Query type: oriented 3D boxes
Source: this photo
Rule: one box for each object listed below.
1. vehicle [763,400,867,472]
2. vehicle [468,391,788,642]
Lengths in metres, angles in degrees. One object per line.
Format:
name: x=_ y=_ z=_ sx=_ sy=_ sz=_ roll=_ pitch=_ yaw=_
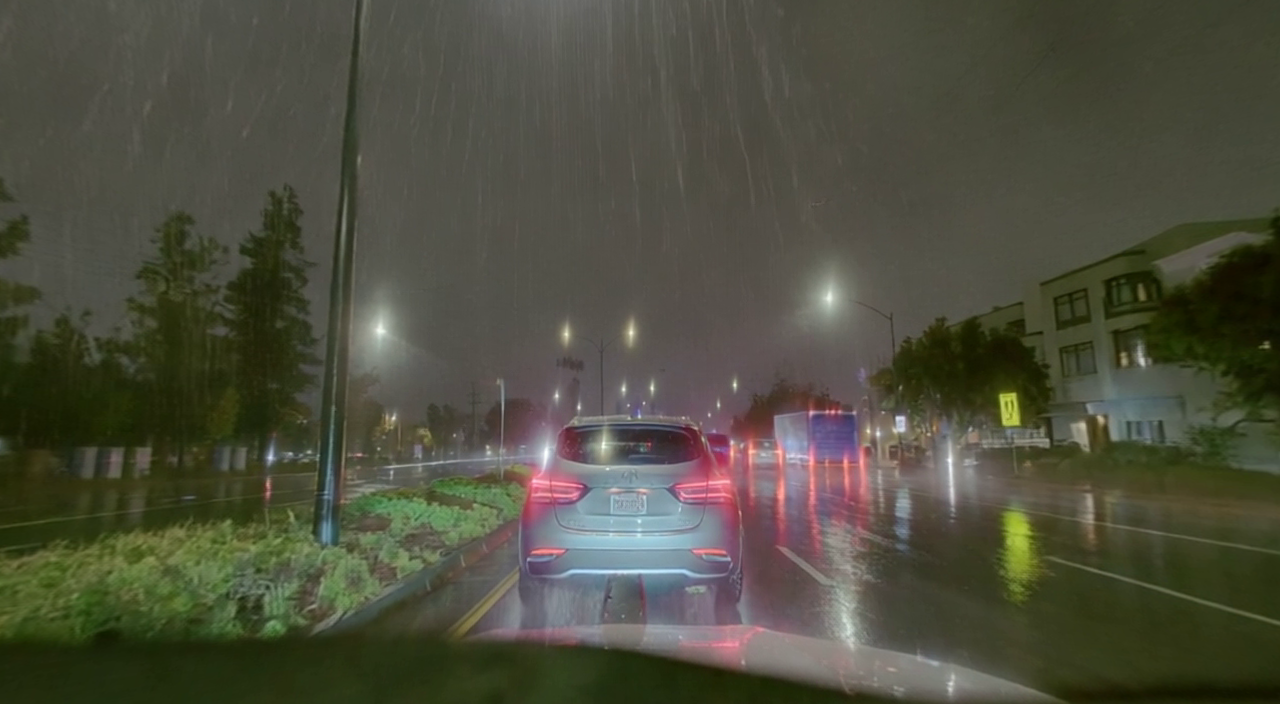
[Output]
vehicle: x=10.846 y=5.519 z=40.612 sx=3.025 sy=3.993 sz=11.243 roll=0 pitch=-8 yaw=-2
vehicle: x=-0.108 y=1.418 z=6.385 sx=2.172 sy=1.694 sz=4.055 roll=0 pitch=-8 yaw=-1
